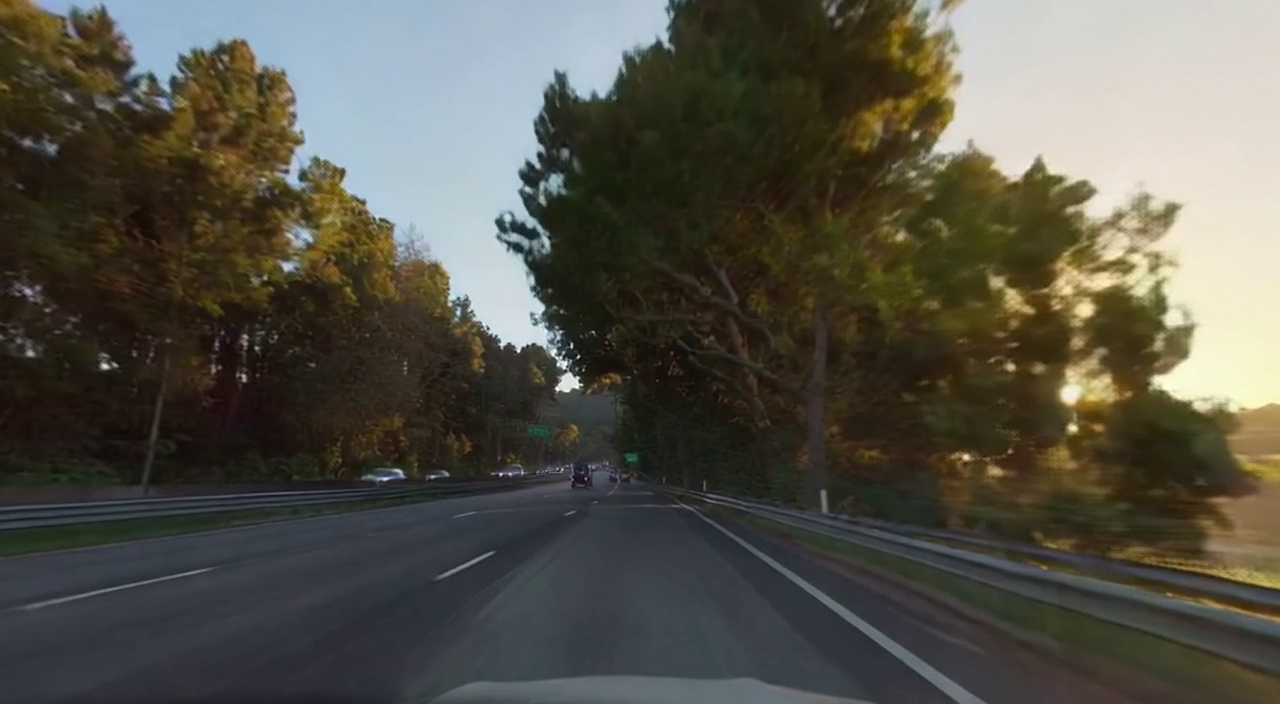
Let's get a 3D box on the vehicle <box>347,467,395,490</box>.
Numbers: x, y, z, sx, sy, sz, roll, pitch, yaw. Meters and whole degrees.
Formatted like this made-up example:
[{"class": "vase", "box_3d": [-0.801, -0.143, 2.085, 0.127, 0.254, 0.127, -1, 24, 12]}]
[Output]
[{"class": "vehicle", "box_3d": [-21.000, 9.895, 49.212, 1.733, 1.646, 4.204, 1, -11, 1]}]
